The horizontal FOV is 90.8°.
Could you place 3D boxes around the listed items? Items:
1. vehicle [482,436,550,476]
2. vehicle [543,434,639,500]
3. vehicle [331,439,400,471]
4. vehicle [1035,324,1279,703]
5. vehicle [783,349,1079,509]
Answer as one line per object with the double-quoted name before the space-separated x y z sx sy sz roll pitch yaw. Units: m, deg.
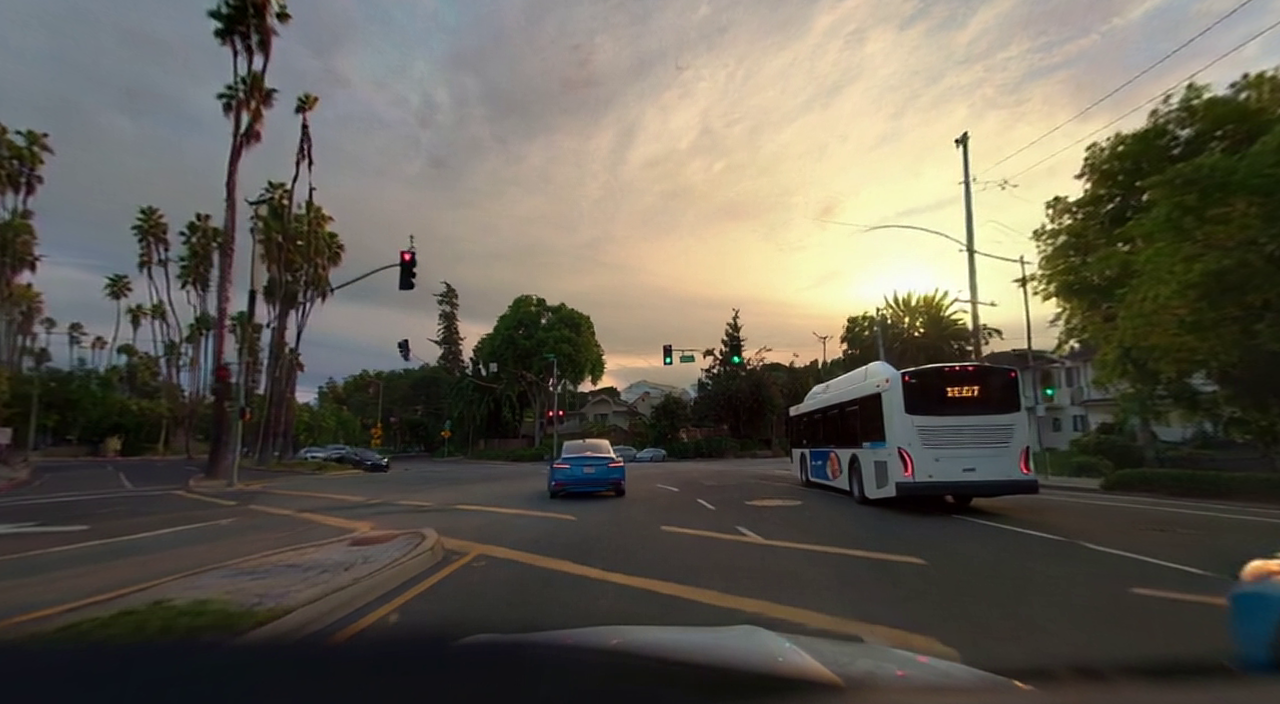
"vehicle" -6.487 5.338 32.576 2.272 1.891 4.562 4 -9 -26
"vehicle" -1.605 3.377 18.976 2.341 1.709 4.466 1 -9 -11
"vehicle" -17.450 6.477 39.984 2.283 1.878 5.384 7 -11 -42
"vehicle" 3.685 0.624 1.398 2.205 1.803 5.135 0 -9 -1
"vehicle" 8.012 2.732 21.055 3.483 3.546 13.998 0 -9 1
